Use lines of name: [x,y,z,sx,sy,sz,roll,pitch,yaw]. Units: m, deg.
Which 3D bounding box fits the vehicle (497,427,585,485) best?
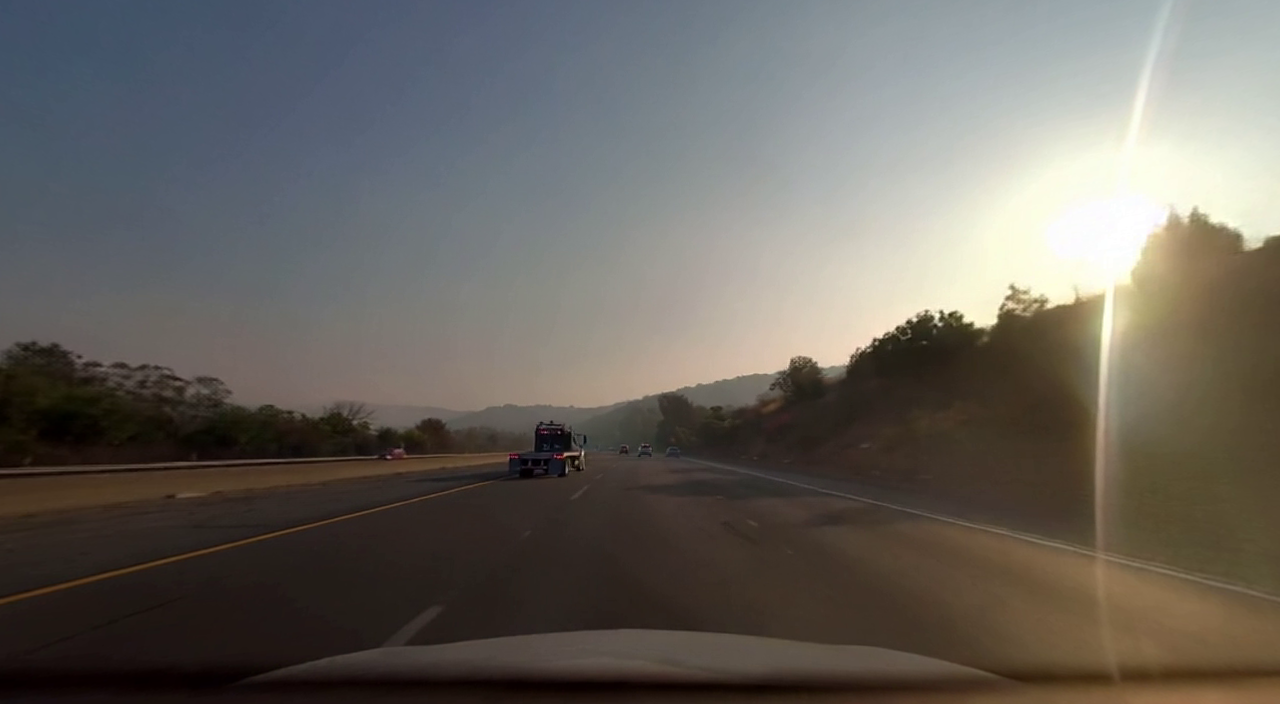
vehicle: [-3.554,3.900,23.936,2.379,1.918,5.504,0,-8,1]
